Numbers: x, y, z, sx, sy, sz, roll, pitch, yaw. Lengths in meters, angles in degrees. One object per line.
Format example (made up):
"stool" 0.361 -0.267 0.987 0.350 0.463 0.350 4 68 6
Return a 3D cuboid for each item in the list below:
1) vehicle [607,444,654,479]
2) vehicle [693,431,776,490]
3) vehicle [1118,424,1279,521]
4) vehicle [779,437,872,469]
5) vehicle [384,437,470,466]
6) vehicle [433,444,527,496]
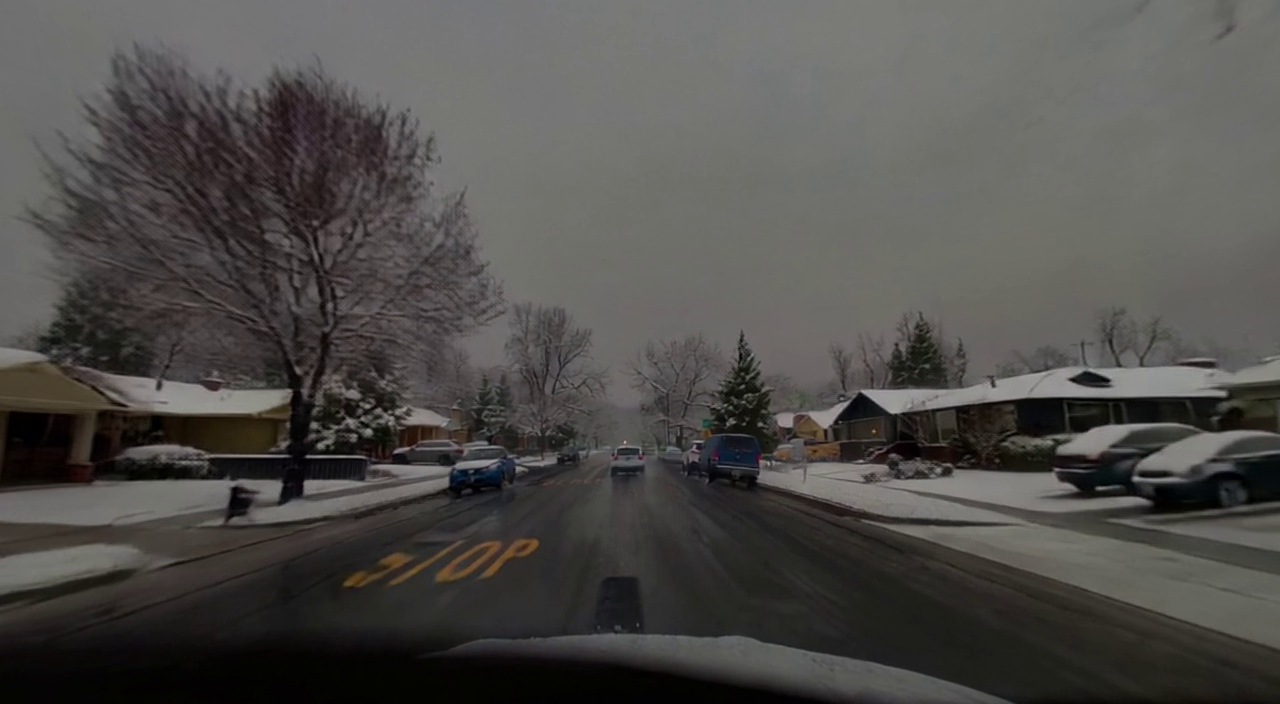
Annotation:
"vehicle" -0.433 4.895 28.562 2.000 1.449 4.006 0 -8 -1
"vehicle" 3.414 4.054 23.982 2.221 1.960 4.927 0 -9 -2
"vehicle" 11.505 2.080 11.431 4.157 1.520 1.938 -1 -8 -4
"vehicle" 10.729 5.853 36.833 4.730 1.504 1.894 -3 -8 0
"vehicle" -13.609 6.401 40.634 4.836 1.831 1.982 0 -9 -2
"vehicle" -5.465 4.050 22.148 1.984 1.498 4.508 -3 -8 2
